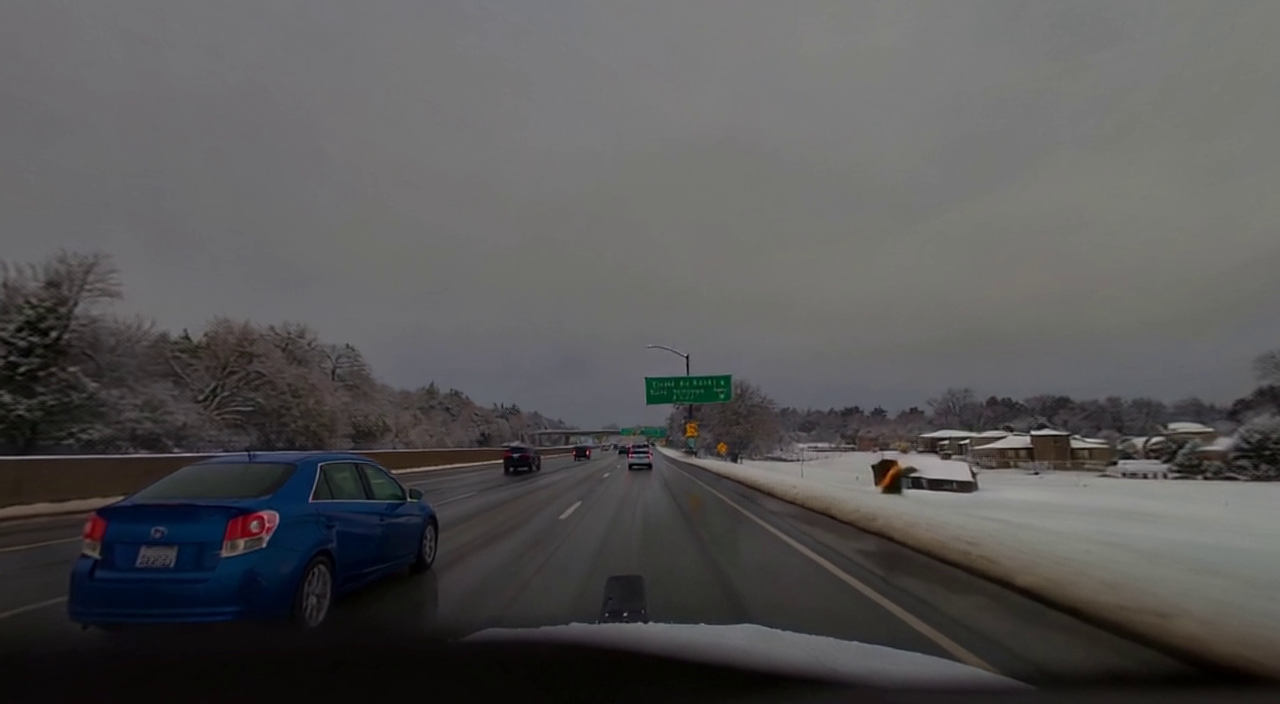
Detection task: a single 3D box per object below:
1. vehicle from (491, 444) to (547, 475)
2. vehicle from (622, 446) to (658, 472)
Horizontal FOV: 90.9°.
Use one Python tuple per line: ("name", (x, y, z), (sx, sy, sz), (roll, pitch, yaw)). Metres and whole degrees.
("vehicle", (-6.404, 5.703, 33.787), (2.075, 1.528, 4.327), (0, -8, 1))
("vehicle", (0.003, 6.312, 37.454), (2.051, 1.443, 3.770), (0, -8, 0))
